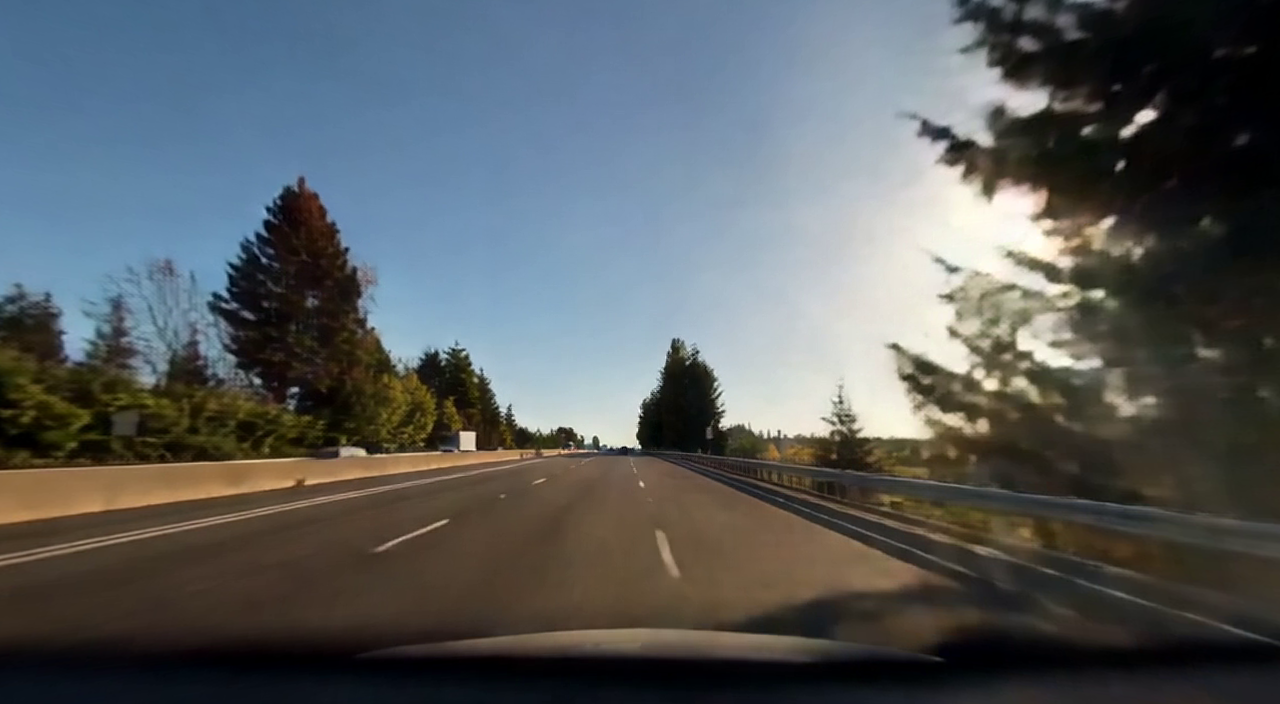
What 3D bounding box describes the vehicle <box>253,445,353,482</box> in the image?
[{"bbox_3d":[-14.674,4.880,27.809,1.954,1.491,4.602,0,-9,-2],"label":"vehicle"}]
